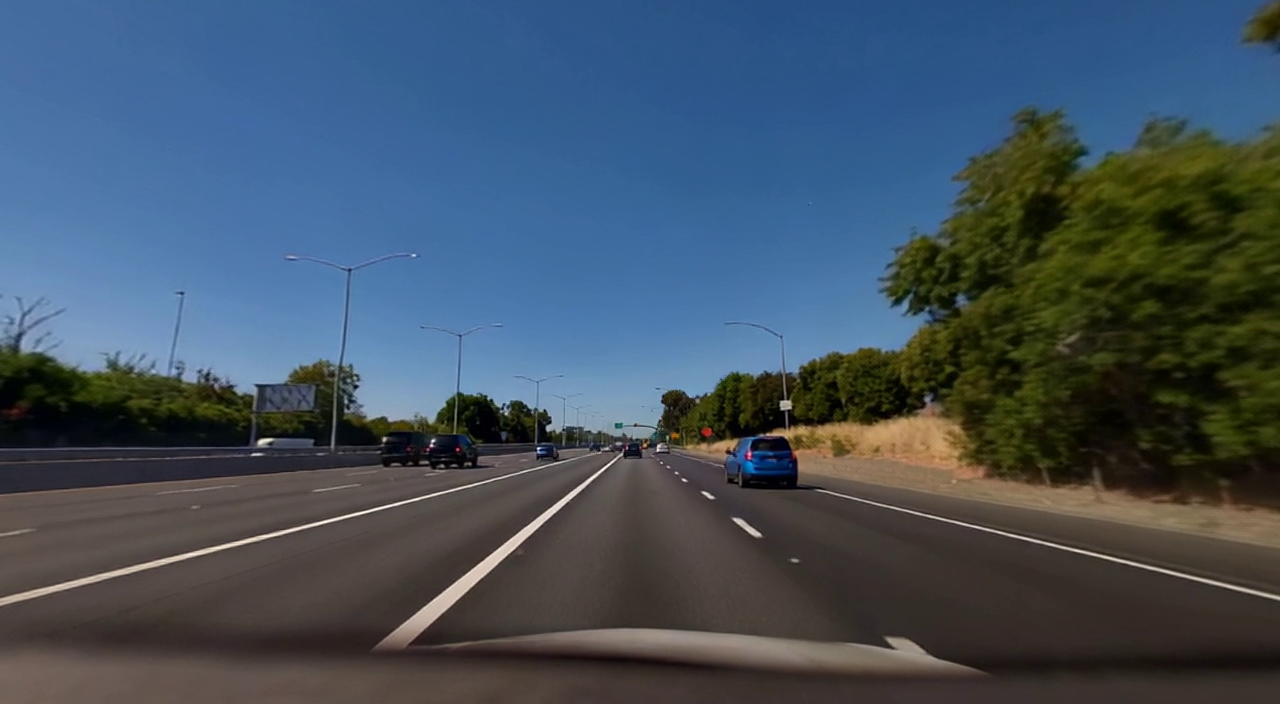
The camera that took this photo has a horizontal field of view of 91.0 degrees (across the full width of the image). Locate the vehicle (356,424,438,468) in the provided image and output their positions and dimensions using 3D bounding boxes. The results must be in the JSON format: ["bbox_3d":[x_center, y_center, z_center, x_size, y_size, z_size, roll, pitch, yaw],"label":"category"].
[{"bbox_3d":[-15.005,5.881,39.400,2.647,2.508,6.337,0,-9,0],"label":"vehicle"}]

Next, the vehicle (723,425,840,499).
[{"bbox_3d":[3.966,3.190,18.668,2.184,1.892,4.763,0,-9,-2],"label":"vehicle"}]

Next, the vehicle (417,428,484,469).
[{"bbox_3d":[-11.029,5.681,37.130,2.261,2.230,5.435,0,-9,0],"label":"vehicle"}]
